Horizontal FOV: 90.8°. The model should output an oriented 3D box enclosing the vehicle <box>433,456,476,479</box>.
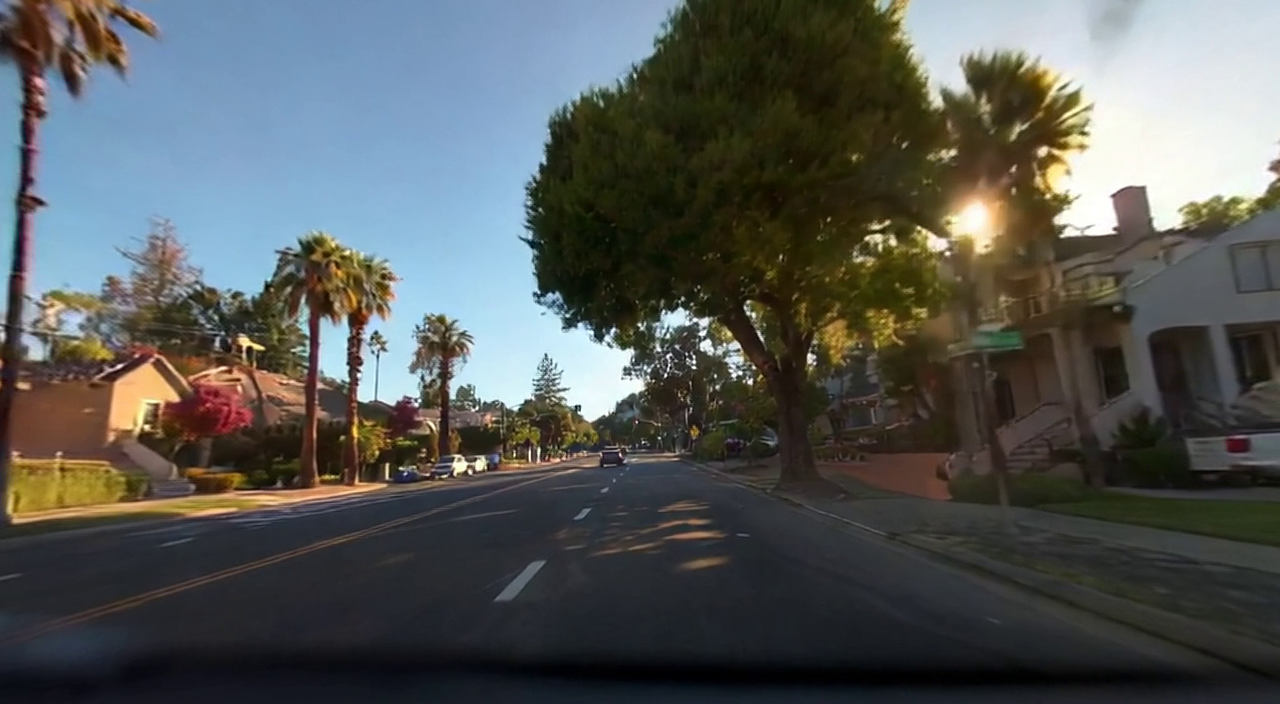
[{"bbox_3d":[-13.761,8.574,47.133,1.885,1.490,4.635,0,-8,-1],"label":"vehicle"}]
